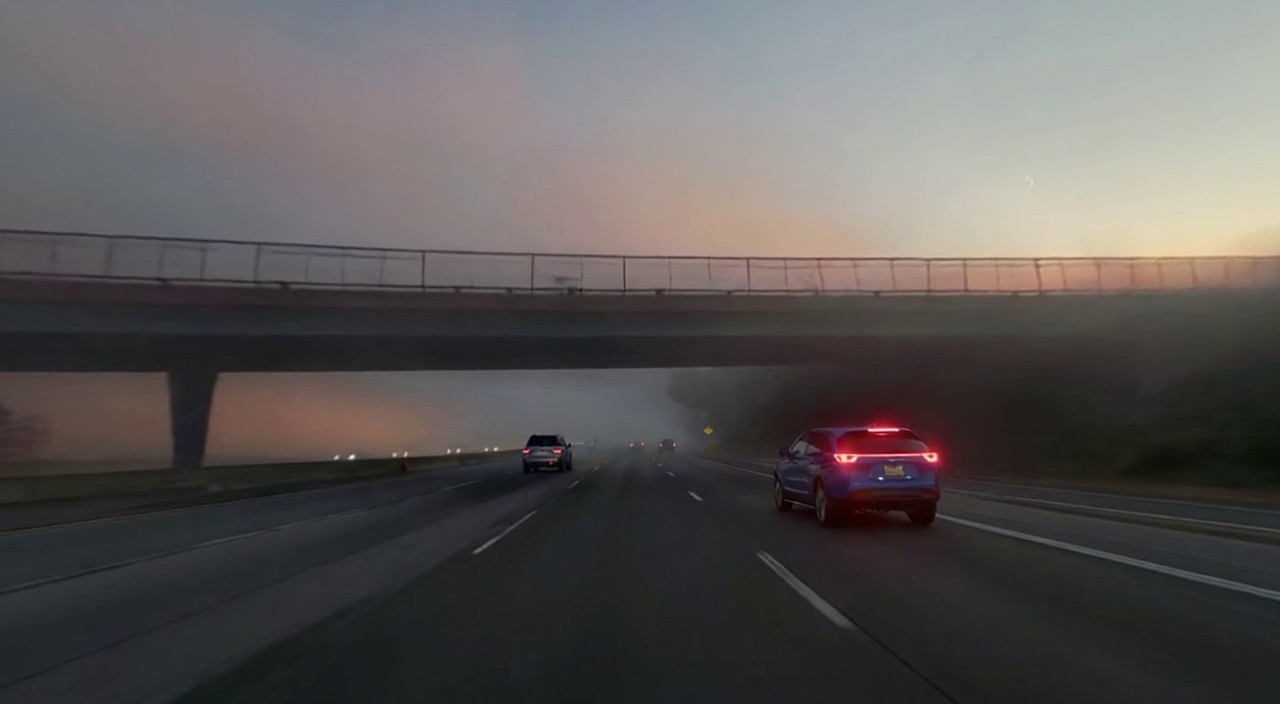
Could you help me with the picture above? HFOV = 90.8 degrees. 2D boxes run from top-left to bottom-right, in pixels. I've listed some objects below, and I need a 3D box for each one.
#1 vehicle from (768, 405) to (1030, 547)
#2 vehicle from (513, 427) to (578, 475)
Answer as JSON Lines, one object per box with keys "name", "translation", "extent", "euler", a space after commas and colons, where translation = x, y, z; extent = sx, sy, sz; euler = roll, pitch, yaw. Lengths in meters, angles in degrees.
{"name": "vehicle", "translation": [3.706, 1.891, 10.204], "extent": [2.185, 1.749, 4.477], "euler": [0, -9, -2]}
{"name": "vehicle", "translation": [-3.934, 4.241, 27.094], "extent": [2.018, 1.872, 4.728], "euler": [0, -9, 0]}
